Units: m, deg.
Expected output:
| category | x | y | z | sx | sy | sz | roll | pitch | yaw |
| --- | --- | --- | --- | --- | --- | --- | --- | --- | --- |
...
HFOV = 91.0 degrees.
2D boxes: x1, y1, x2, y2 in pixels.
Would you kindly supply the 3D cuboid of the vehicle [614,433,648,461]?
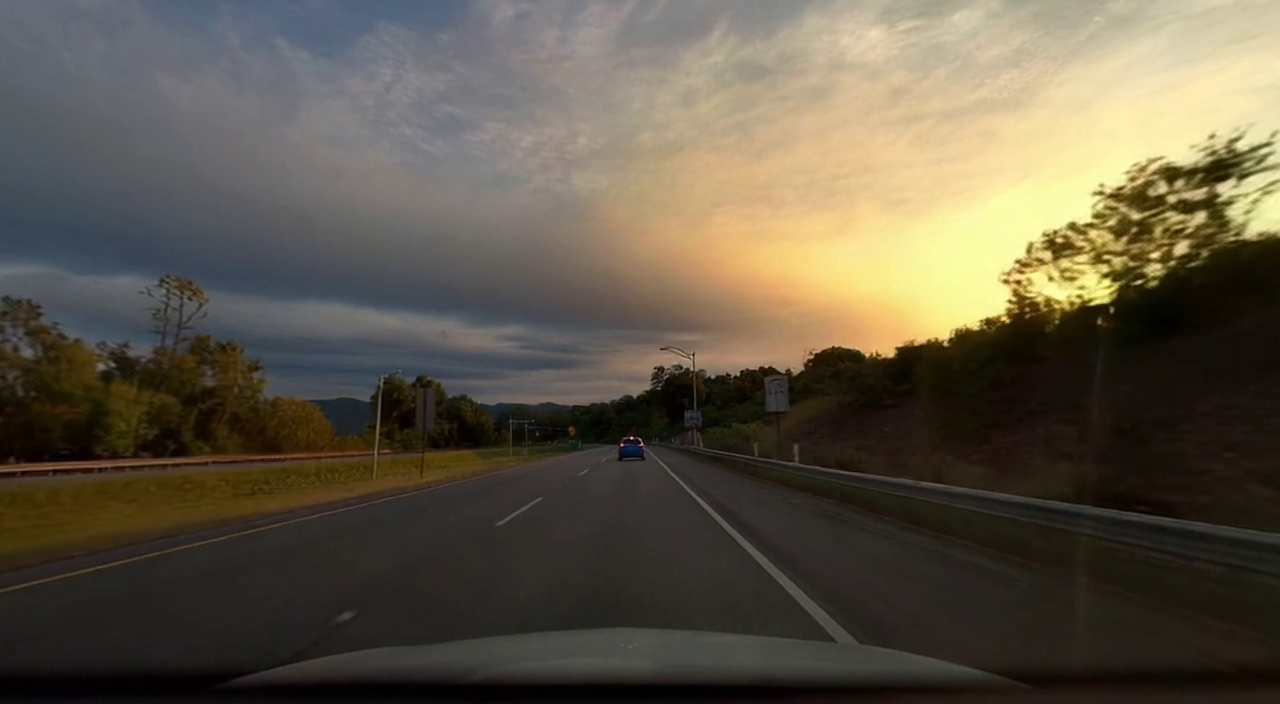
| category | x | y | z | sx | sy | sz | roll | pitch | yaw |
| --- | --- | --- | --- | --- | --- | --- | --- | --- | --- |
| vehicle | -0.616 | 6.325 | 42.107 | 2.180 | 1.717 | 4.139 | 0 | -8 | -1 |
